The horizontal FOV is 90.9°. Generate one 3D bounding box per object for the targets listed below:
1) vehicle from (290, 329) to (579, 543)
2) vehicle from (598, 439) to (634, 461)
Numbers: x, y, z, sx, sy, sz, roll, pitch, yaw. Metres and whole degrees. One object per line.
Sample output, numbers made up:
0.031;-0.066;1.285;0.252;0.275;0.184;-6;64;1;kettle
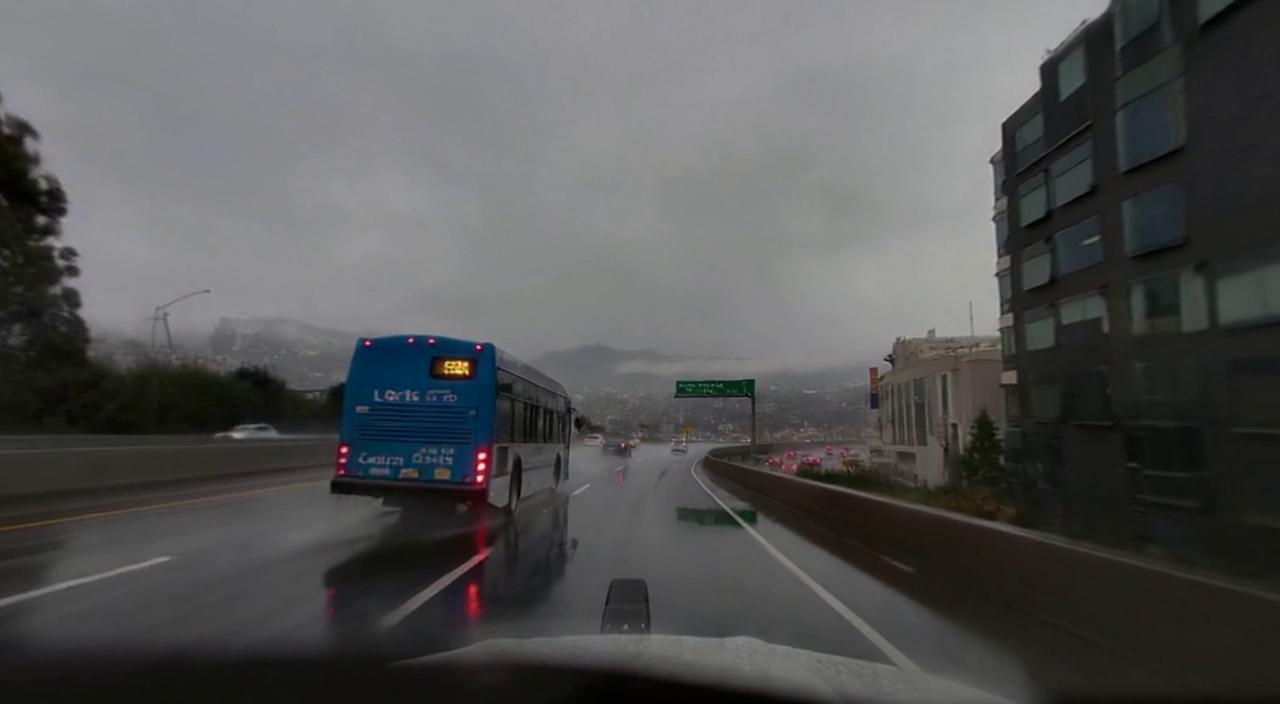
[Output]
-3.220;1.745;12.915;2.888;2.944;8.373;0;-8;1;vehicle
-1.622;6.931;44.824;1.928;1.455;4.361;-2;-9;6;vehicle
